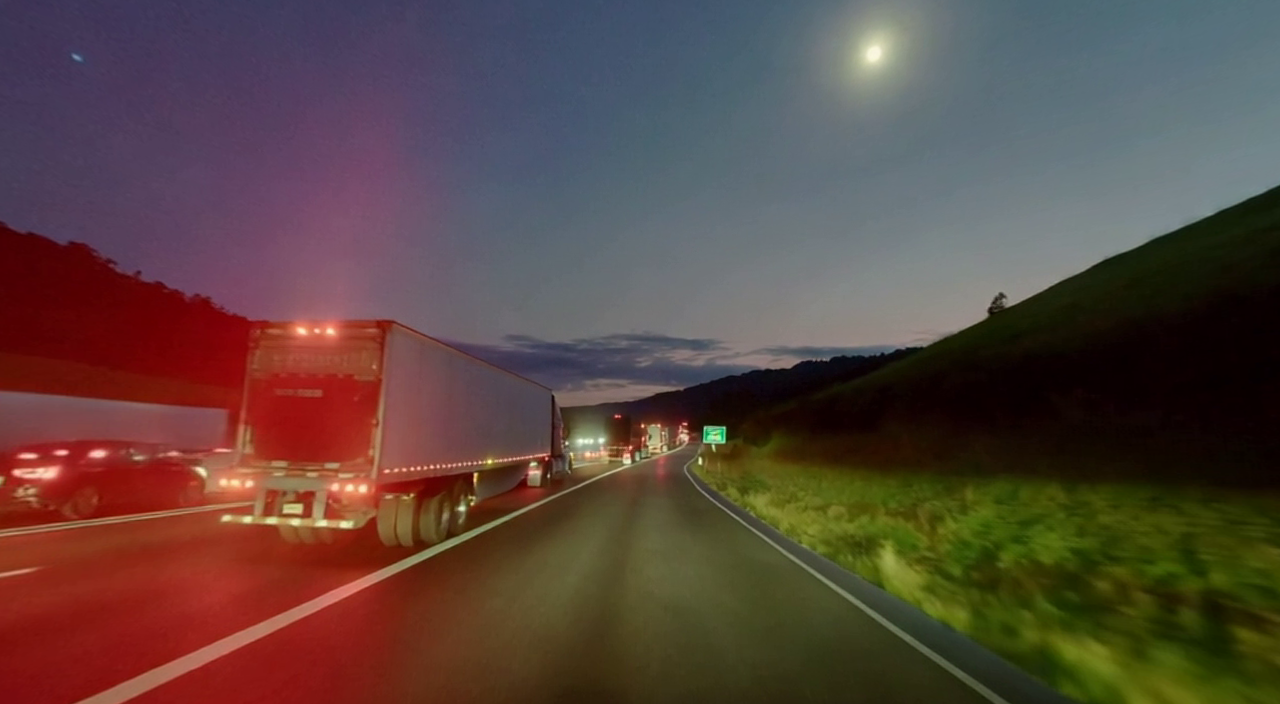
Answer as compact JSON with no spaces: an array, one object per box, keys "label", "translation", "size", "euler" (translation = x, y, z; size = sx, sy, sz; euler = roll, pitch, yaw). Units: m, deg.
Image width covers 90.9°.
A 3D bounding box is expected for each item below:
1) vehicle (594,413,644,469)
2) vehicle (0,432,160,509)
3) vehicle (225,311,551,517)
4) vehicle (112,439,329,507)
[{"label":"vehicle","translation":[-1.315,6.365,44.502],"size":[2.968,3.439,10.174],"euler":[0,-9,1]},{"label":"vehicle","translation":[-14.723,2.873,15.588],"size":[1.943,1.662,4.283],"euler":[-1,-9,7]},{"label":"vehicle","translation":[-5.998,2.305,19.655],"size":[2.848,4.067,14.314],"euler":[-1,-9,6]},{"label":"vehicle","translation":[-10.617,3.099,16.558],"size":[1.925,1.493,4.864],"euler":[-1,-9,8]}]
